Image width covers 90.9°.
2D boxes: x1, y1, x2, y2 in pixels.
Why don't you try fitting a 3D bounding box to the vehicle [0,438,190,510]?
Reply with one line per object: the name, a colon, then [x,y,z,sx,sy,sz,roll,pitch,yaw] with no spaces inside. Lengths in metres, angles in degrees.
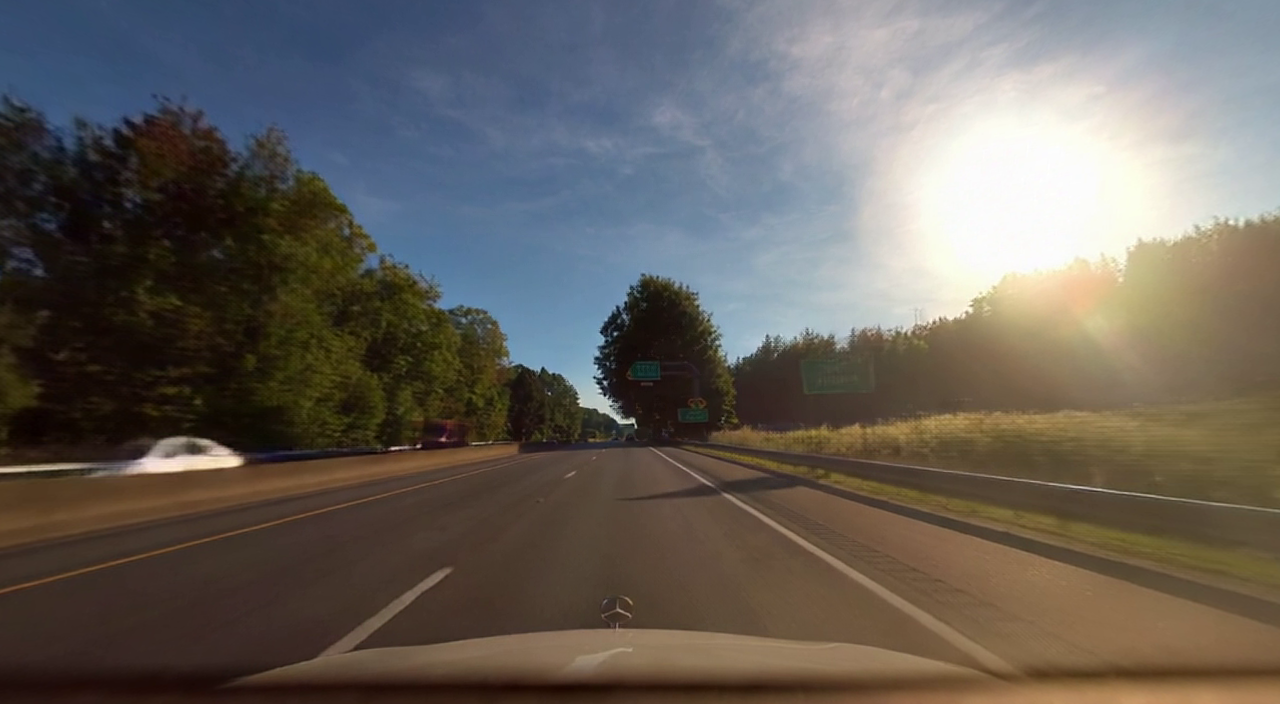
vehicle: [-12.565,2.705,14.523,1.671,1.412,3.718,0,-8,-2]
